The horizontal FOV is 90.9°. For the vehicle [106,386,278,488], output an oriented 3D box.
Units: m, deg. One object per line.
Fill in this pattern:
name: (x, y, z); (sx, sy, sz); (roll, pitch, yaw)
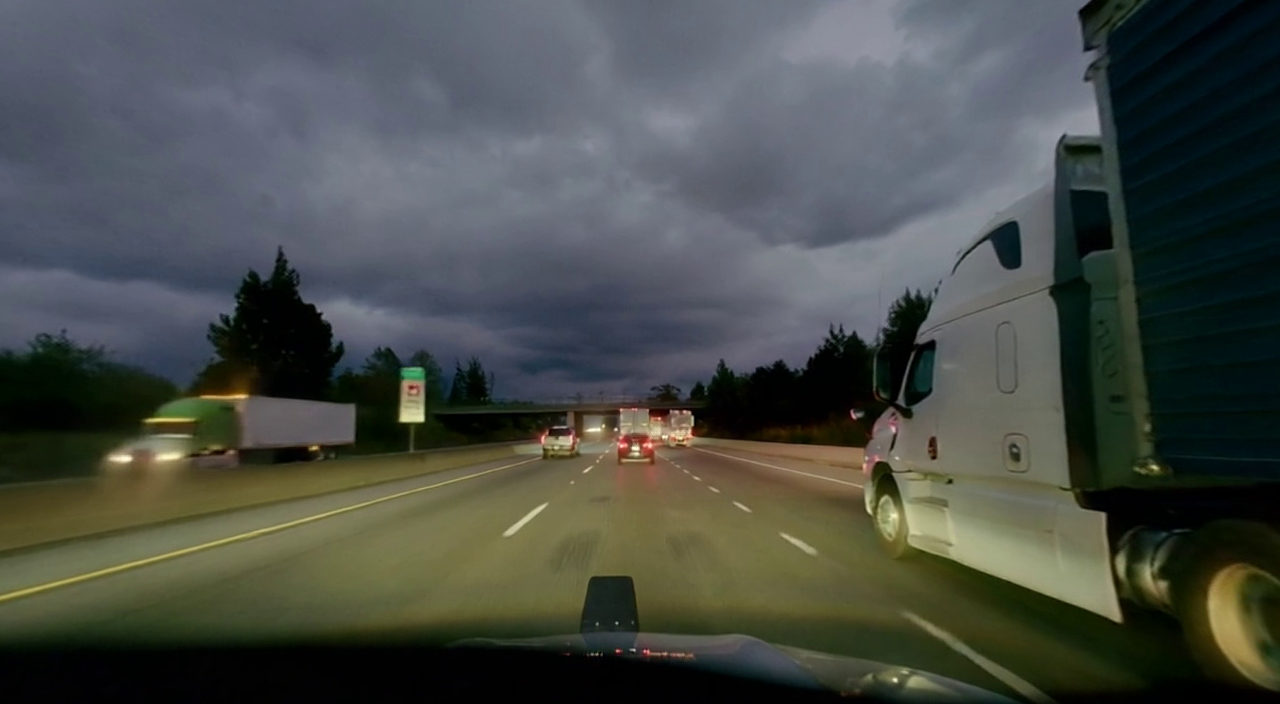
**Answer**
vehicle: (-20.670, 3.990, 29.776); (2.980, 4.215, 6.844); (0, -8, -1)

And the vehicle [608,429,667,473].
vehicle: (-0.144, 3.714, 23.828); (2.059, 1.522, 3.693); (0, -8, -2)

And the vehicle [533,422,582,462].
vehicle: (-4.312, 4.805, 33.792); (2.013, 1.961, 4.692); (0, -8, 0)

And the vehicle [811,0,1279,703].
vehicle: (3.690, 0.084, 4.082); (2.783, 3.483, 7.836); (0, -8, -1)
